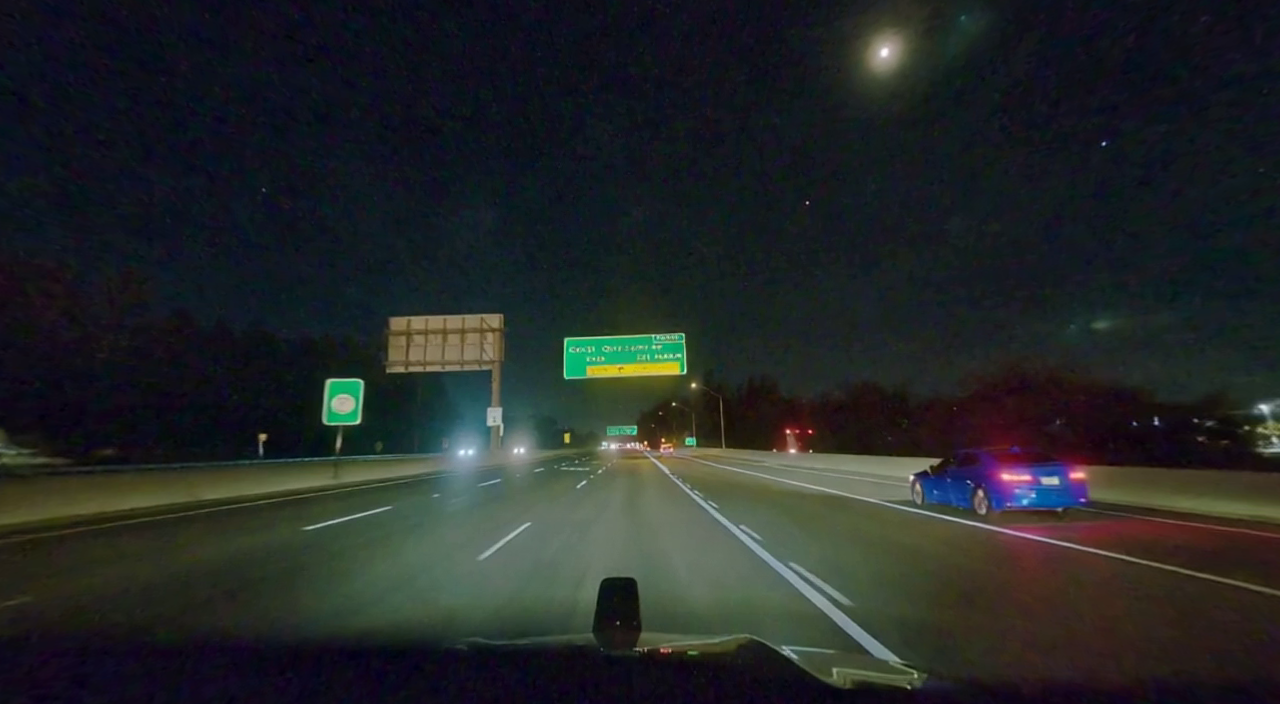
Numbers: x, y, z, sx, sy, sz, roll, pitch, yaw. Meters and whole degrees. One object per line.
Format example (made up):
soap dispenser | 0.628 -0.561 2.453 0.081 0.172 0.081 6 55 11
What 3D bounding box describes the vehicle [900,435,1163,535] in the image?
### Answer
vehicle | 6.896 2.328 11.884 1.958 1.498 4.447 1 -8 -3
